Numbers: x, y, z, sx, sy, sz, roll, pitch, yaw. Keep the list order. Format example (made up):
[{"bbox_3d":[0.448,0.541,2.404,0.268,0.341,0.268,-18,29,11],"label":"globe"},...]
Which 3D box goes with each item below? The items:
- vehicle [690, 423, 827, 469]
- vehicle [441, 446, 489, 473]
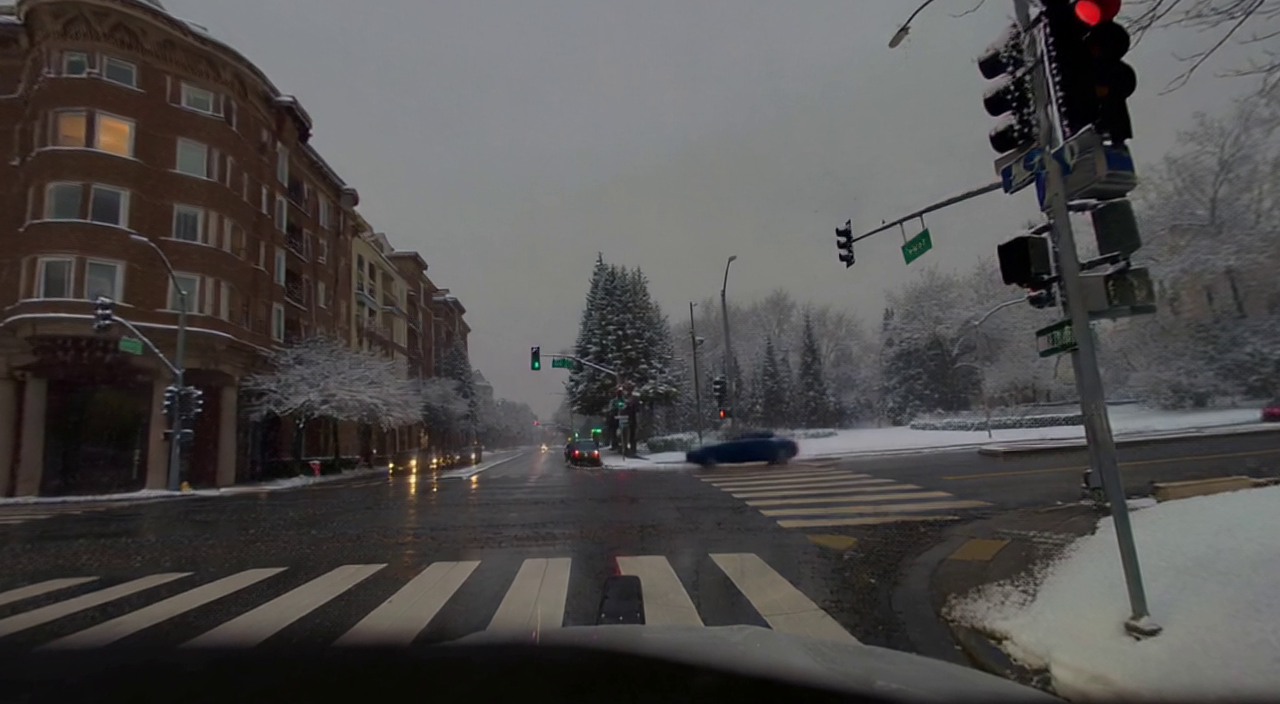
[{"bbox_3d":[4.371,3.526,23.764,4.626,1.636,2.004,1,-9,-10],"label":"vehicle"},{"bbox_3d":[-10.503,6.461,38.154,2.196,1.503,4.371,1,-9,-8],"label":"vehicle"}]
